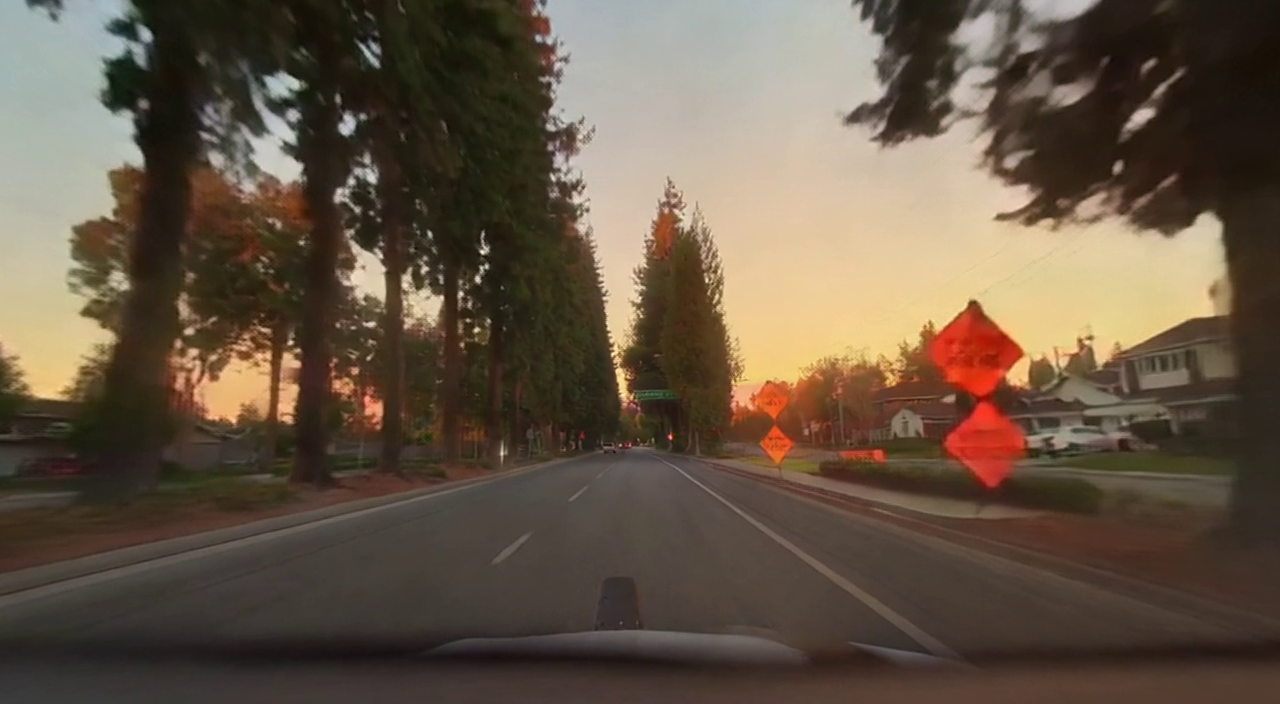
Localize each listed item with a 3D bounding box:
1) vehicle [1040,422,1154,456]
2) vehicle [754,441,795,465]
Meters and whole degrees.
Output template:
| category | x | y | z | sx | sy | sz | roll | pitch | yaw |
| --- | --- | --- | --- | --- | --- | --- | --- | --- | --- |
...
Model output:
| category | x | y | z | sx | sy | sz | roll | pitch | yaw |
| --- | --- | --- | --- | --- | --- | --- | --- | --- | --- |
| vehicle | 25.502 | 4.871 | 35.400 | 4.601 | 1.801 | 2.122 | 0 | -8 | 2 |
| vehicle | 8.500 | 6.358 | 40.127 | 1.733 | 1.449 | 3.764 | 0 | -8 | -1 |
